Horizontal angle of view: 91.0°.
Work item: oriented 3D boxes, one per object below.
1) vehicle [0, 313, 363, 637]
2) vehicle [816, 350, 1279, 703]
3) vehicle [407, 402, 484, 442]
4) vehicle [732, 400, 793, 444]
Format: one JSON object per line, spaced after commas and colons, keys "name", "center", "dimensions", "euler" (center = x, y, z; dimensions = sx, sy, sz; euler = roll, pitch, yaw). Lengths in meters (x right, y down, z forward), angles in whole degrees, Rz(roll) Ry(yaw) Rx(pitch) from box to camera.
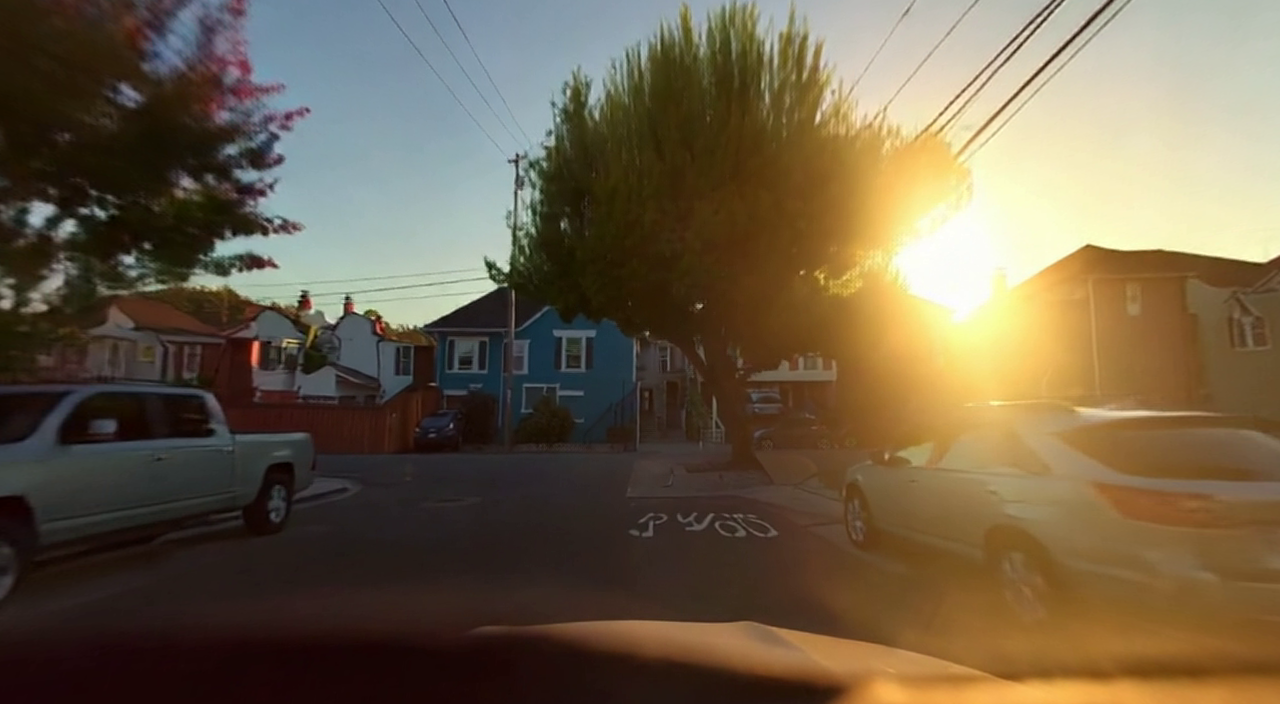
{"name": "vehicle", "center": [-5.461, 1.109, 6.458], "dimensions": [2.480, 2.084, 6.353], "euler": [0, -8, -2]}
{"name": "vehicle", "center": [3.430, 1.217, 5.564], "dimensions": [2.109, 1.811, 4.886], "euler": [1, -8, -3]}
{"name": "vehicle", "center": [-9.182, 3.402, 30.154], "dimensions": [2.091, 1.760, 4.760], "euler": [0, -8, 1]}
{"name": "vehicle", "center": [5.723, 3.314, 30.010], "dimensions": [2.081, 1.891, 4.367], "euler": [0, -6, 1]}
